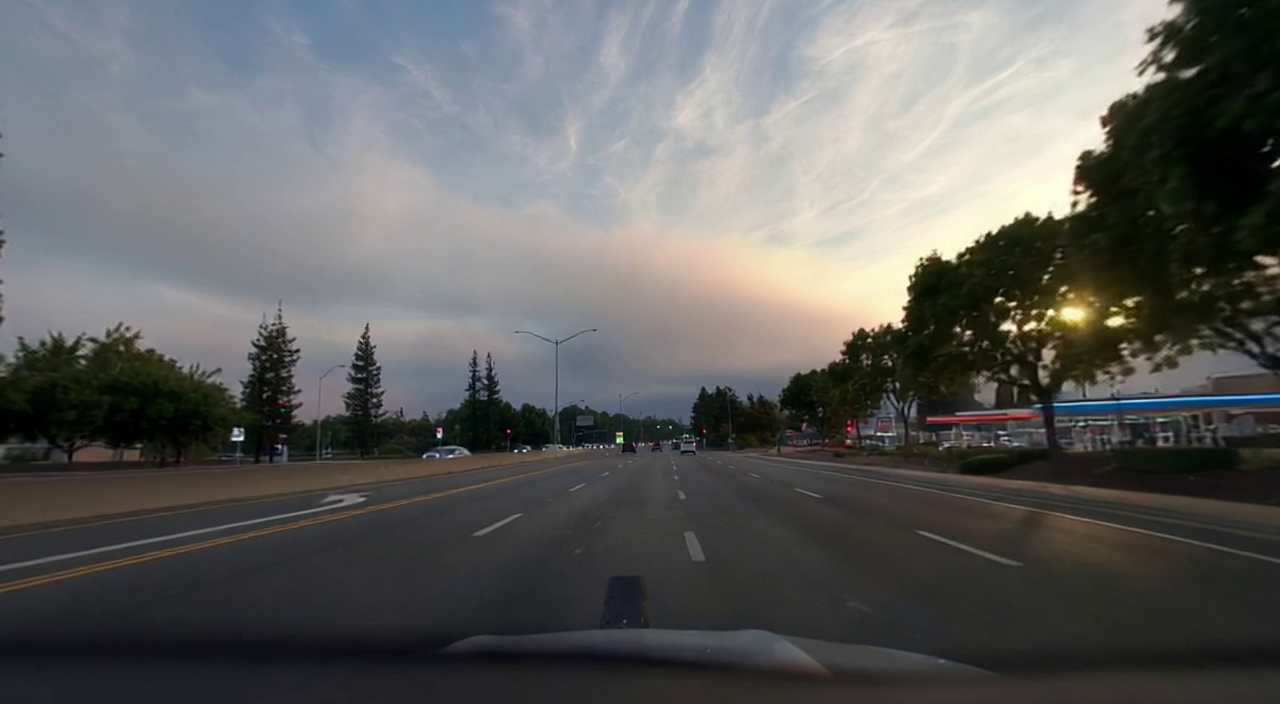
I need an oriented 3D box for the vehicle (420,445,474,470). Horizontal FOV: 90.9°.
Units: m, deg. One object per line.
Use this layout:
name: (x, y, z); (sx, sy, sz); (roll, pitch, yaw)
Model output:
vehicle: (-12.996, 7.117, 42.700); (1.927, 1.526, 4.245); (-1, -9, 5)
